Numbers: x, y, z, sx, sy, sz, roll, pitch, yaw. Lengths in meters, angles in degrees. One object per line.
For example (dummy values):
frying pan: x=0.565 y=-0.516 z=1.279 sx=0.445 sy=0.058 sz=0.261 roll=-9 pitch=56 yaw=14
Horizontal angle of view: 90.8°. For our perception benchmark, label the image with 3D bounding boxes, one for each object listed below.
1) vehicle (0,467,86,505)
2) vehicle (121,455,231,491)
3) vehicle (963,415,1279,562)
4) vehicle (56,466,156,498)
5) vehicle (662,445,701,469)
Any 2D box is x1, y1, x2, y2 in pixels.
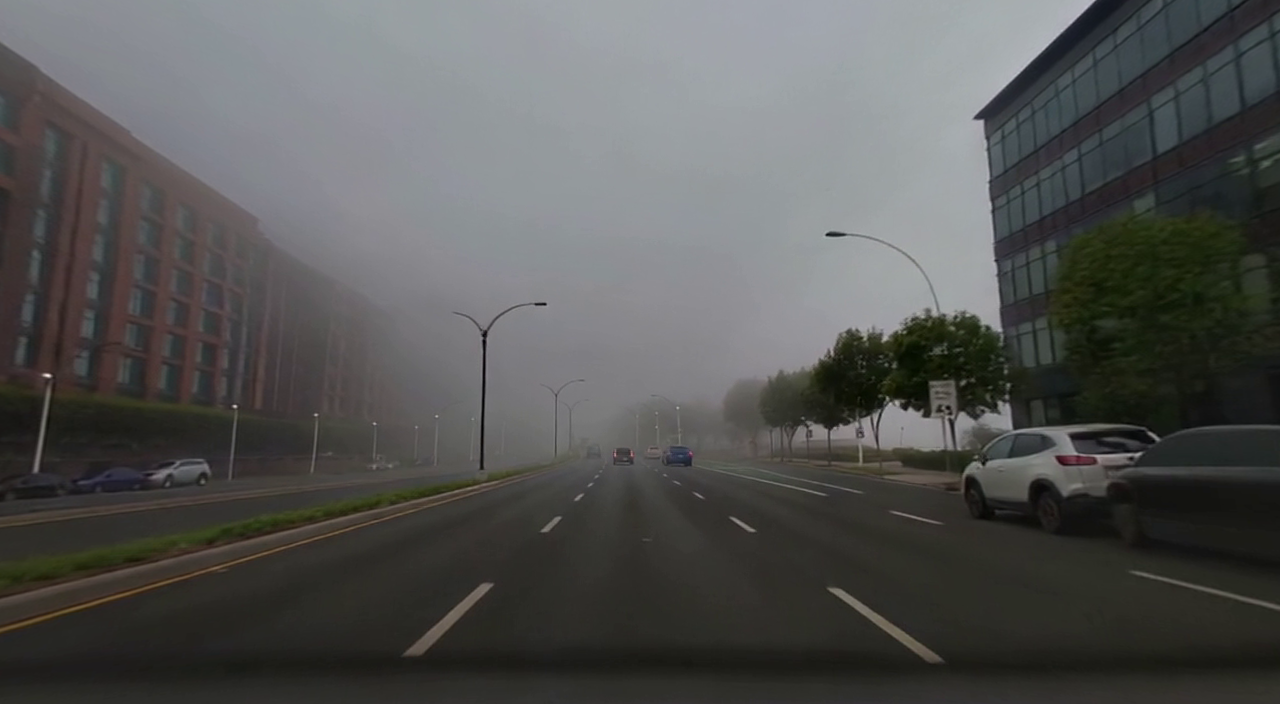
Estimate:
vehicle: x=-29.211 y=6.357 z=29.799 sx=1.854 sy=1.450 sz=4.937 roll=-4 pitch=-7 yaw=-2
vehicle: x=-29.711 y=7.733 z=40.859 sx=2.474 sy=1.971 sz=6.358 roll=0 pitch=-8 yaw=-2
vehicle: x=7.172 y=1.972 z=9.914 sx=2.017 sy=1.743 sz=4.453 roll=-1 pitch=-8 yaw=3
vehicle: x=-29.600 y=7.178 z=35.239 sx=1.742 sy=1.473 sz=4.529 roll=0 pitch=-8 yaw=-2
vehicle: x=2.694 y=6.979 z=42.228 sx=2.090 sy=1.506 sz=4.382 roll=0 pitch=-8 yaw=-3
